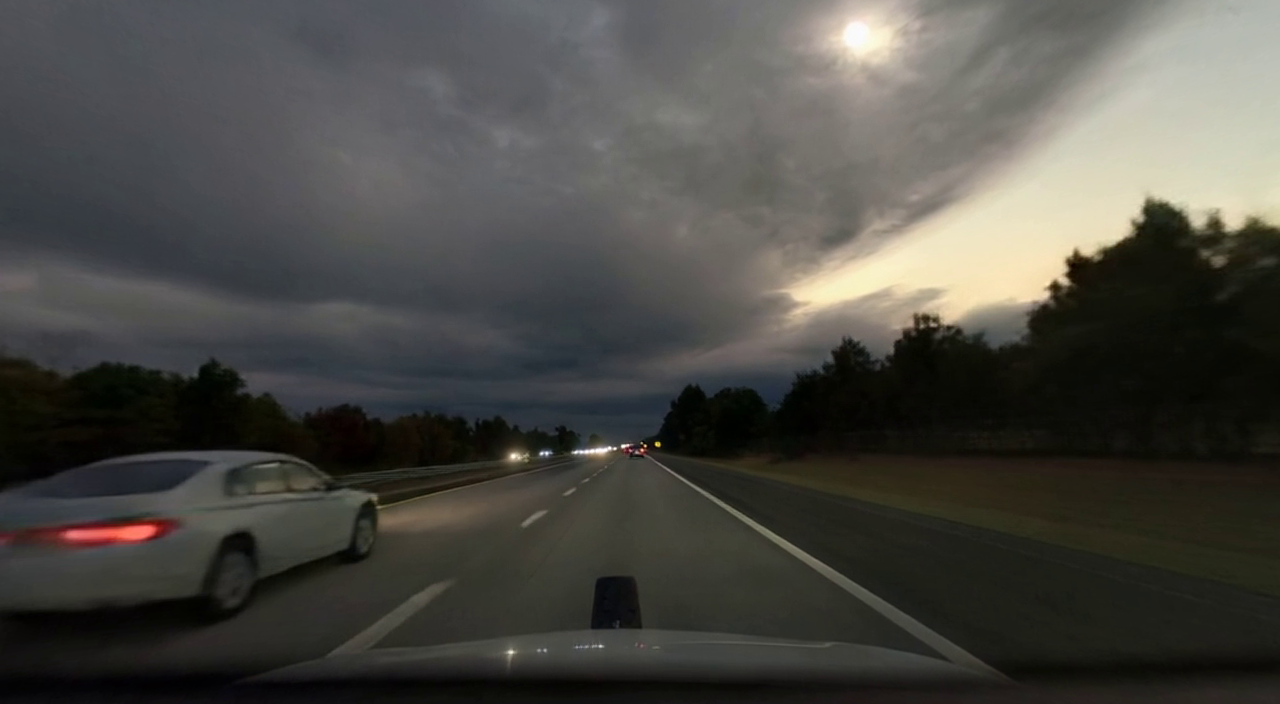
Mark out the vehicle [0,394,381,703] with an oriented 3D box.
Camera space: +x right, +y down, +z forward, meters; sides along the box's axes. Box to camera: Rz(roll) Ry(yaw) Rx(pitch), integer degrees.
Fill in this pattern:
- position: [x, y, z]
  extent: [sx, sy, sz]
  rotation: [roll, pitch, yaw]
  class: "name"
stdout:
- position: [-4.121, 1.338, 5.148]
  extent: [1.958, 1.587, 4.801]
  rotation: [0, -9, 0]
  class: "vehicle"
